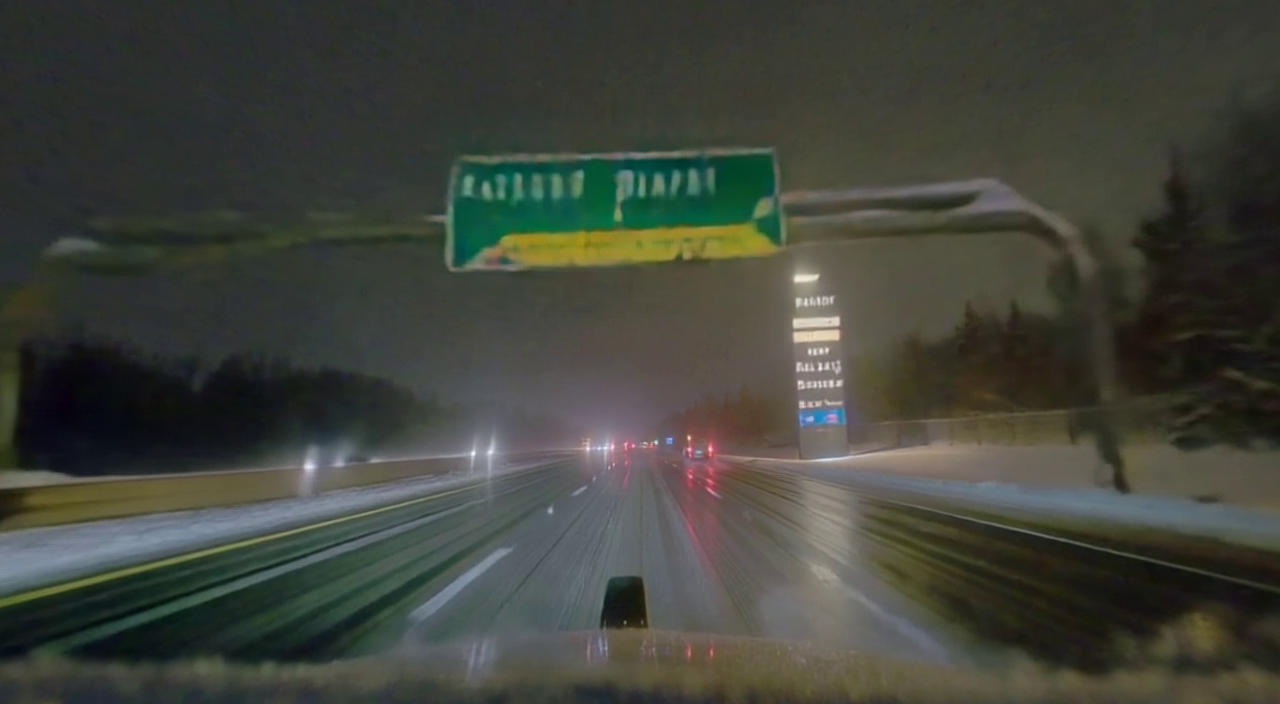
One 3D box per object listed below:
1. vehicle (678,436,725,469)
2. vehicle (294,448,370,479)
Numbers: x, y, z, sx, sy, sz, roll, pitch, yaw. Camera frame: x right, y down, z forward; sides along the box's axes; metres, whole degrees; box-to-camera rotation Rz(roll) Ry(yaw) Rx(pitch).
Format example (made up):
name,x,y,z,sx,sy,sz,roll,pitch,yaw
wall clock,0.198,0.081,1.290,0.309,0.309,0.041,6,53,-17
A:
name,x,y,z,sx,sy,sz,roll,pitch,yaw
vehicle,3.373,5.634,35.361,2.202,1.682,4.188,0,-8,0
vehicle,-16.461,5.958,33.813,1.899,1.568,4.182,0,-8,1
